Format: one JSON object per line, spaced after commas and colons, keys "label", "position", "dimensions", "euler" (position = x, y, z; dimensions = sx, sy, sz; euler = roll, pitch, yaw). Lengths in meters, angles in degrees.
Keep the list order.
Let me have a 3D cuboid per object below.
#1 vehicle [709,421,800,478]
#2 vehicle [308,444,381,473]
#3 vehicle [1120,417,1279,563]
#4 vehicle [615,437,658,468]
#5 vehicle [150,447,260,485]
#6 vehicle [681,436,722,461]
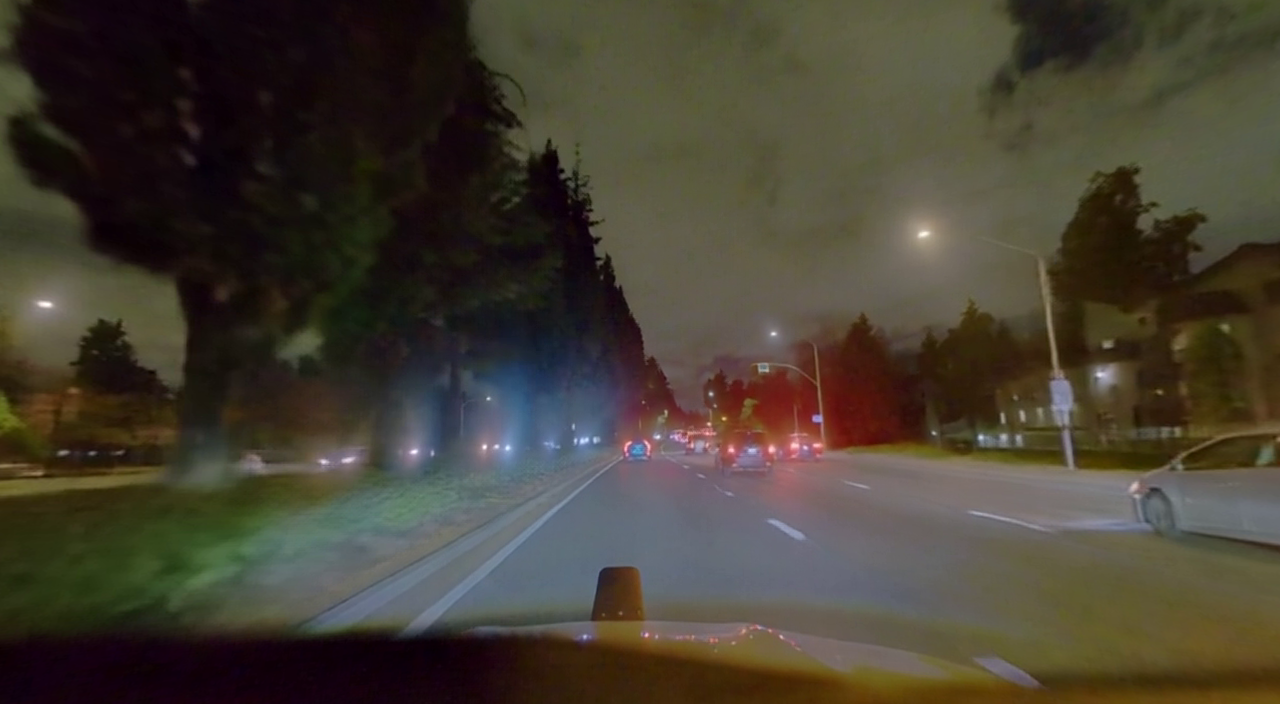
{"label": "vehicle", "position": [3.916, 3.474, 22.576], "dimensions": [2.209, 1.813, 4.724], "euler": [0, -9, -2]}
{"label": "vehicle", "position": [-15.755, 5.677, 33.949], "dimensions": [1.825, 1.467, 4.364], "euler": [0, -9, 0]}
{"label": "vehicle", "position": [7.596, 1.431, 6.542], "dimensions": [1.949, 1.492, 4.103], "euler": [0, -9, -1]}
{"label": "vehicle", "position": [-0.162, 4.972, 31.414], "dimensions": [1.988, 1.418, 4.214], "euler": [0, -9, -1]}
{"label": "vehicle", "position": [-19.361, 5.058, 28.412], "dimensions": [1.887, 1.552, 4.301], "euler": [0, -9, 0]}
{"label": "vehicle", "position": [3.790, 6.075, 39.655], "dimensions": [2.064, 1.474, 4.389], "euler": [0, -9, -1]}
